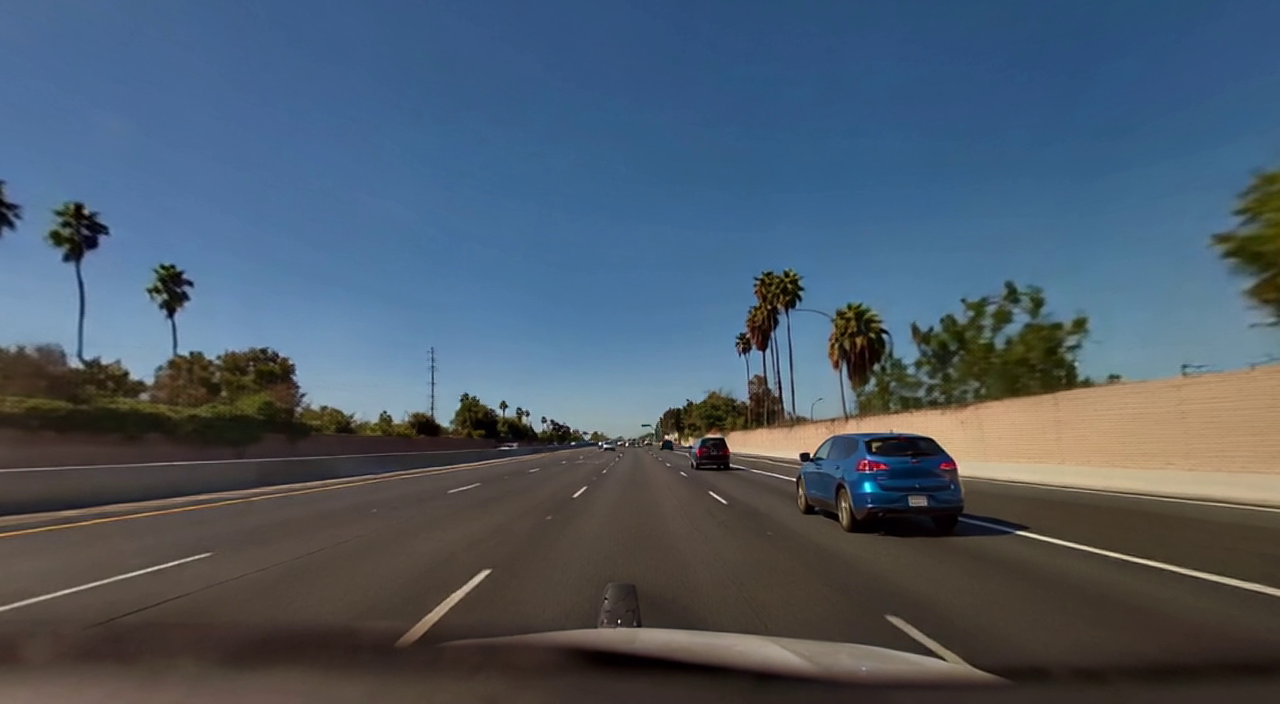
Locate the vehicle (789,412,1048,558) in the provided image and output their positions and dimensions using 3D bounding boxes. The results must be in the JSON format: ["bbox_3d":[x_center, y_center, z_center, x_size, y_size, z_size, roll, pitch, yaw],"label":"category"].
[{"bbox_3d":[3.771,1.871,9.575,1.910,1.696,4.187,0,-8,-1],"label":"vehicle"}]

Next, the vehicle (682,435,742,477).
[{"bbox_3d":[3.108,4.618,28.245,2.045,1.688,4.313,0,-9,-2],"label":"vehicle"}]
